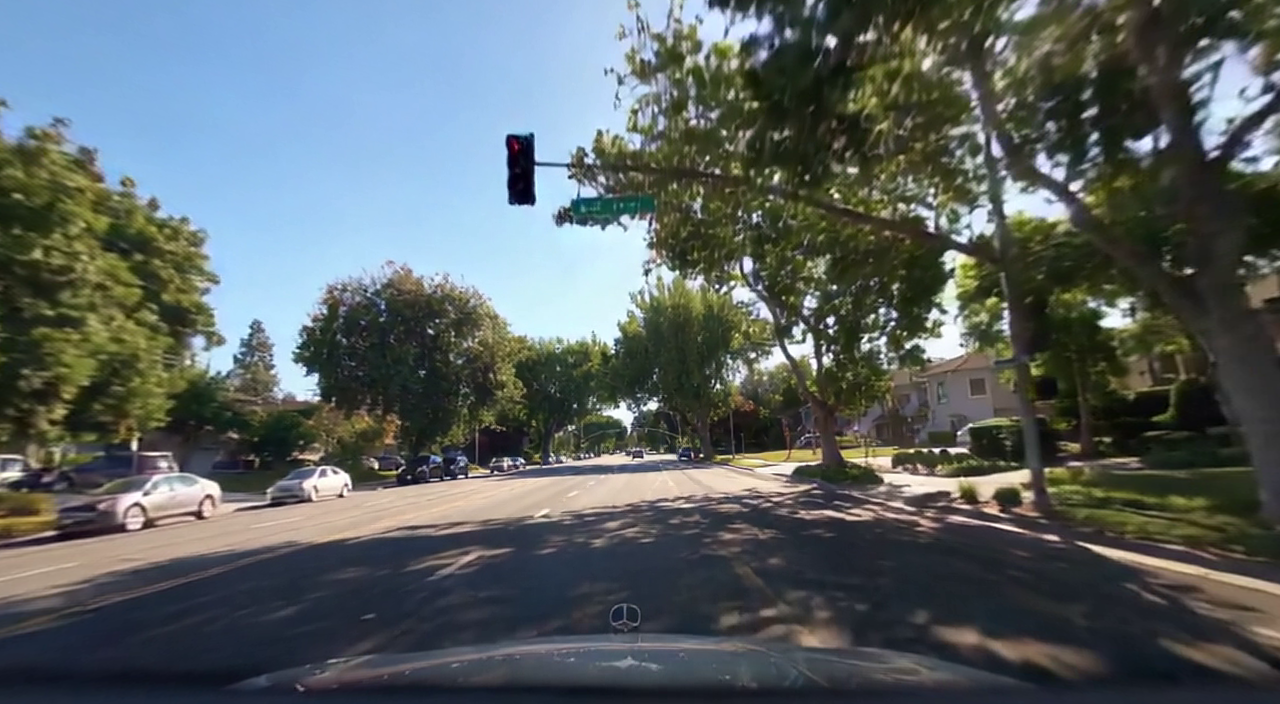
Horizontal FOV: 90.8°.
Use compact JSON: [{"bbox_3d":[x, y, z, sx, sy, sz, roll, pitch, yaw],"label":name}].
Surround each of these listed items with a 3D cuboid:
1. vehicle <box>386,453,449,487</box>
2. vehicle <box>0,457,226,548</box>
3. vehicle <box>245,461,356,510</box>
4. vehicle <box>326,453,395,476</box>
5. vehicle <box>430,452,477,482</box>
[{"bbox_3d":[-12.698,6.718,36.370,1.882,1.775,4.904,0,-9,0],"label":"vehicle"},{"bbox_3d":[-12.921,3.599,15.817,2.086,1.720,4.499,-3,-8,0],"label":"vehicle"},{"bbox_3d":[-12.768,5.006,24.115,1.833,1.464,4.292,-4,-8,1],"label":"vehicle"},{"bbox_3d":[-21.428,8.636,48.535,4.284,1.621,1.938,0,-9,1],"label":"vehicle"},{"bbox_3d":[-12.400,7.638,42.165,1.882,1.727,3.945,-4,-8,1],"label":"vehicle"}]
